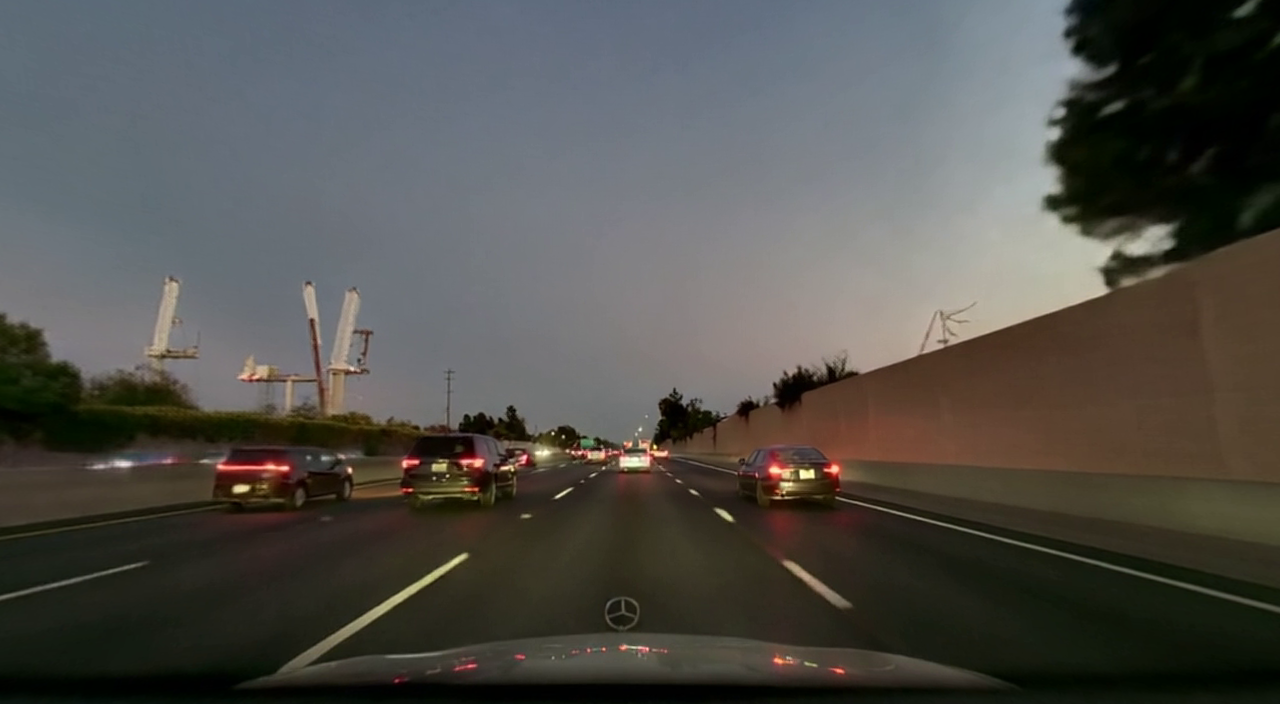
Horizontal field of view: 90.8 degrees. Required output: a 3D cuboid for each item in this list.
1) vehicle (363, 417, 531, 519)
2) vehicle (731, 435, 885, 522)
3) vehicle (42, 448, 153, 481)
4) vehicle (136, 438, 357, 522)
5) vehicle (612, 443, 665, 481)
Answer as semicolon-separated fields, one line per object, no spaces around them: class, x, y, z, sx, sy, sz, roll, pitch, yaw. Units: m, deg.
vehicle;-3.767;2.357;13.290;2.121;1.775;4.335;0;-8;0
vehicle;3.289;2.558;13.413;1.917;1.507;4.540;0;-8;-1
vehicle;-30.794;6.373;36.111;1.961;1.695;4.880;0;-8;0
vehicle;-8.018;2.605;13.490;1.908;1.476;4.342;0;-8;0
vehicle;-0.097;4.580;26.656;2.045;1.452;4.040;0;-8;-1
